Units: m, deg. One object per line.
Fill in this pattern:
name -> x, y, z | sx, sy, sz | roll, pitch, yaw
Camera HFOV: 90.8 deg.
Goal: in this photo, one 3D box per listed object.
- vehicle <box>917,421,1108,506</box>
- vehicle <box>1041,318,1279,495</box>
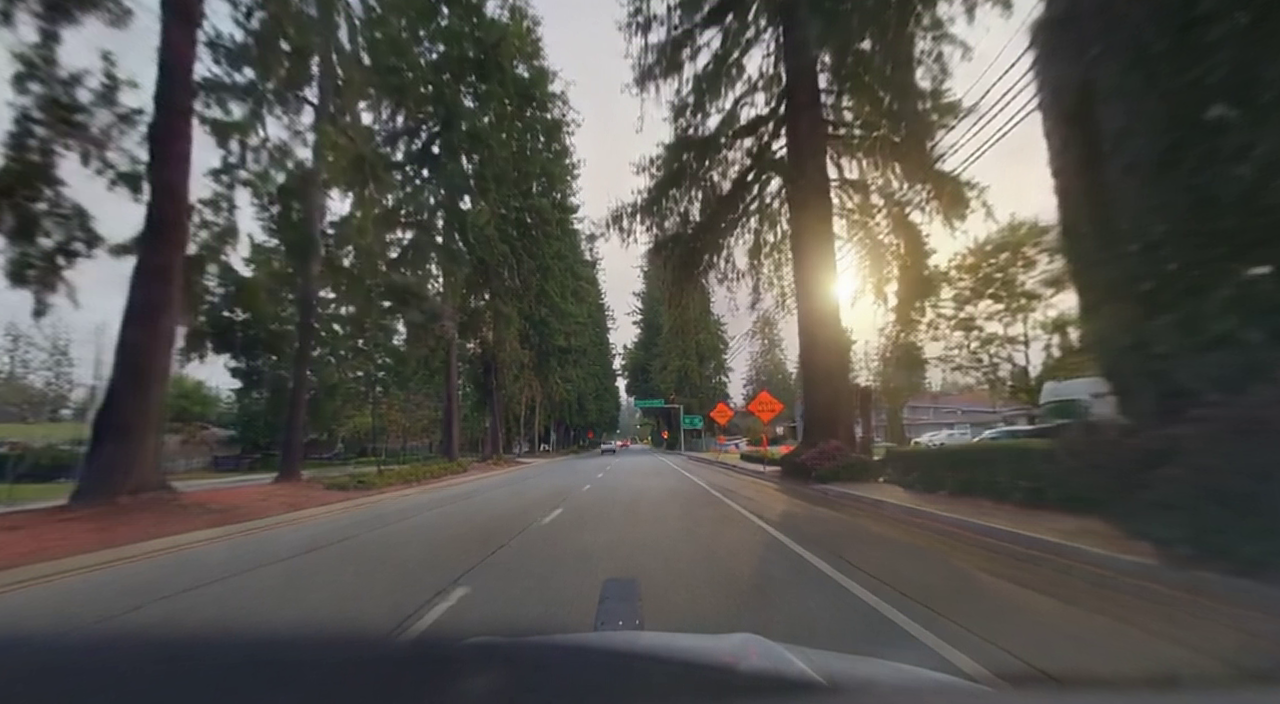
vehicle -> 8.417, 2.514, 14.805 | 1.891, 1.548, 4.121 | -5, -8, 0
vehicle -> 14.741, 1.569, 16.172 | 2.889, 3.610, 9.347 | -1, -8, 1
